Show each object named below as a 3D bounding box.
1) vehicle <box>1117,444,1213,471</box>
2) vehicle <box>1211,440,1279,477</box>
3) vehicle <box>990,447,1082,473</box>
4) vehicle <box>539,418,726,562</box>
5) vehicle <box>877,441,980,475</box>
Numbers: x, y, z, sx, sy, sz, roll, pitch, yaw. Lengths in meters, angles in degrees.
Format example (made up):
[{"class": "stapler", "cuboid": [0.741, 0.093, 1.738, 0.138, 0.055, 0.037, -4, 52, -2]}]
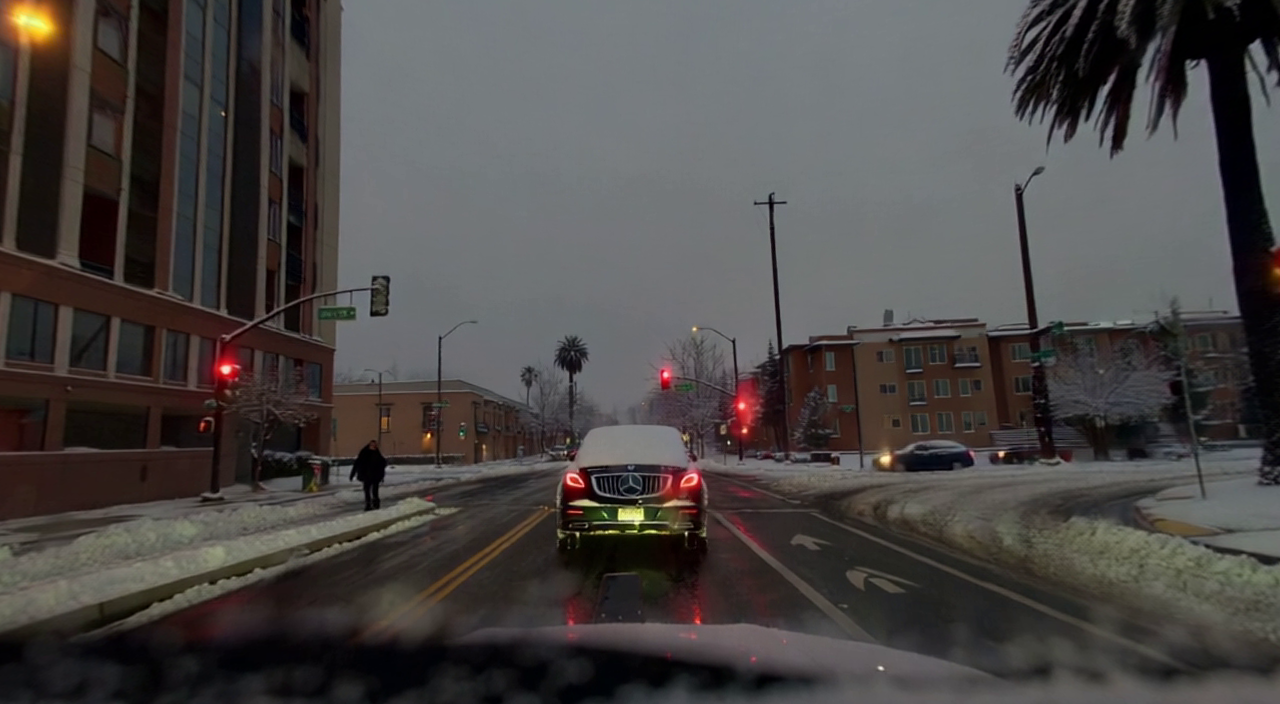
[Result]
[{"class": "vehicle", "cuboid": [32.148, 6.465, 38.777, 4.234, 1.613, 1.812, 0, -8, -1]}, {"class": "vehicle", "cuboid": [29.225, 4.857, 28.930, 4.118, 1.593, 2.004, 0, -8, -1]}, {"class": "vehicle", "cuboid": [24.211, 6.599, 38.686, 4.417, 1.462, 1.761, 0, -8, -1]}, {"class": "vehicle", "cuboid": [-0.085, 1.869, 9.223, 2.144, 1.643, 3.770, 0, -8, 0]}, {"class": "vehicle", "cuboid": [15.820, 5.821, 34.868, 4.649, 1.760, 2.029, -1, -8, 5]}]
